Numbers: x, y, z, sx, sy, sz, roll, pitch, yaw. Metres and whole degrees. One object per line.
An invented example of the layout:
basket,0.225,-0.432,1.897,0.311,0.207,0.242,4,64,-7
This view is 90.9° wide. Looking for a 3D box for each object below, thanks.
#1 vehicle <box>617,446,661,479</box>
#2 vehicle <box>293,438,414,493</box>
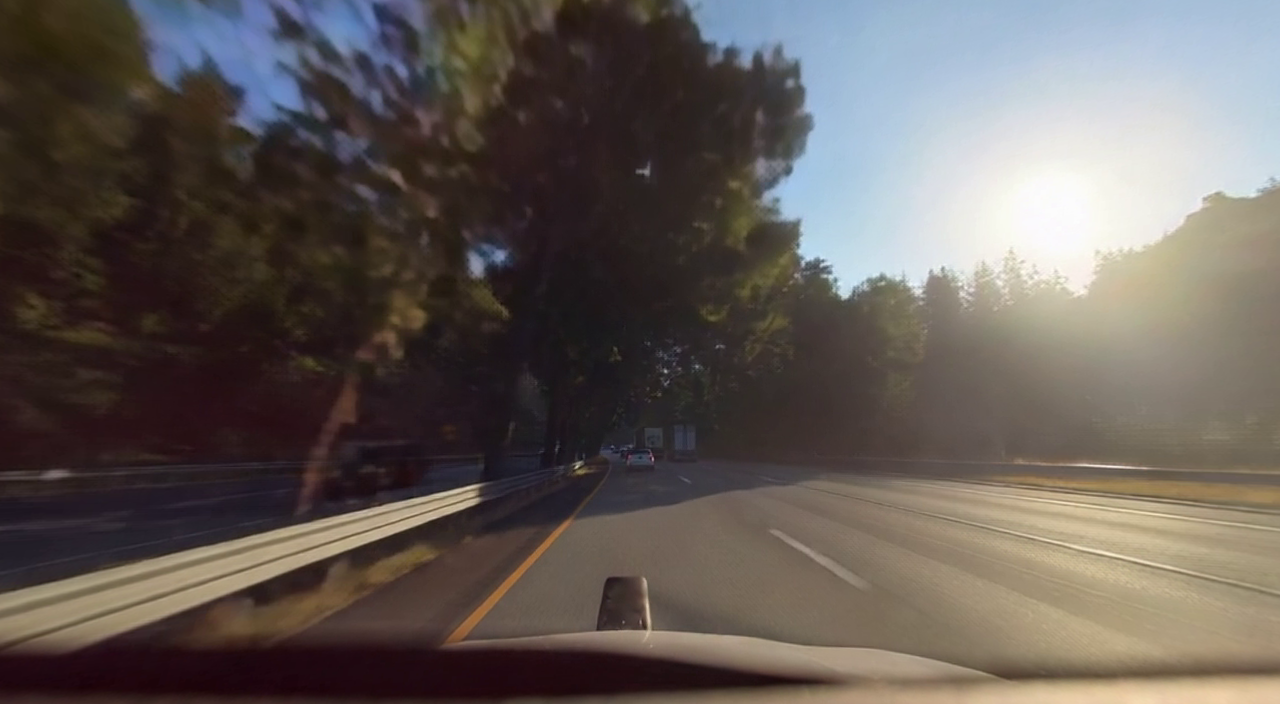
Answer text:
vehicle,-0.054,5.481,31.542,2.069,1.523,4.012,0,-9,-1
vehicle,-8.486,3.368,19.071,1.783,1.469,3.969,0,-9,0
